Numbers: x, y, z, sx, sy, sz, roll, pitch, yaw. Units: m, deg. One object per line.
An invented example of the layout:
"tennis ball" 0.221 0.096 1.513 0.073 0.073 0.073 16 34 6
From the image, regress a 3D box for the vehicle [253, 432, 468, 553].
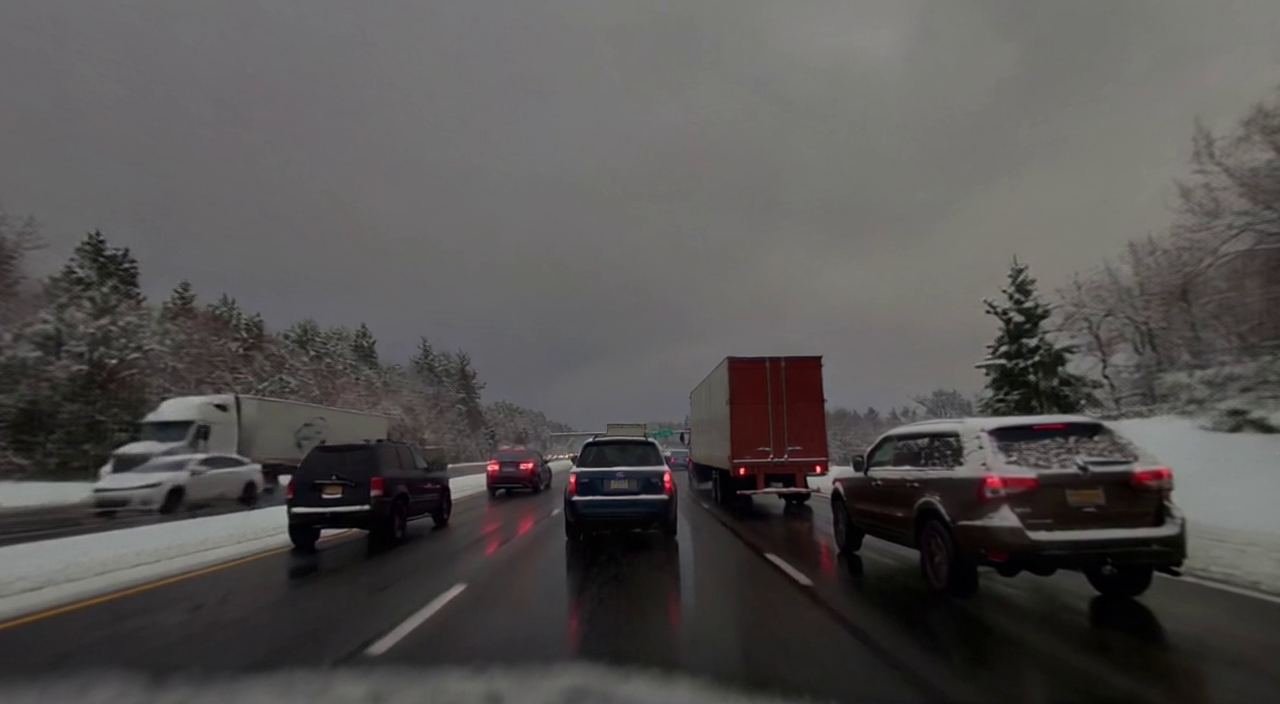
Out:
"vehicle" -4.327 2.219 10.544 1.789 1.620 3.841 0 -9 0

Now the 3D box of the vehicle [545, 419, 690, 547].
"vehicle" -0.327 2.192 11.105 2.037 1.792 4.194 0 -9 0

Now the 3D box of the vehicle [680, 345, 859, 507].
"vehicle" 3.769 3.041 23.781 3.186 4.111 15.553 0 -9 -1

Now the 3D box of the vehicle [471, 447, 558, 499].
"vehicle" -3.972 3.893 20.630 1.923 1.503 4.293 0 -9 0

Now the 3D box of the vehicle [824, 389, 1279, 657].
"vehicle" 3.693 1.485 6.560 2.076 1.751 4.666 0 -9 -1

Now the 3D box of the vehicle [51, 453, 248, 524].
"vehicle" -12.394 3.422 16.311 2.065 1.565 3.728 0 -9 0

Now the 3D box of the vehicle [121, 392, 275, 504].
"vehicle" -16.856 3.700 24.428 2.741 3.929 4.071 0 -9 0
